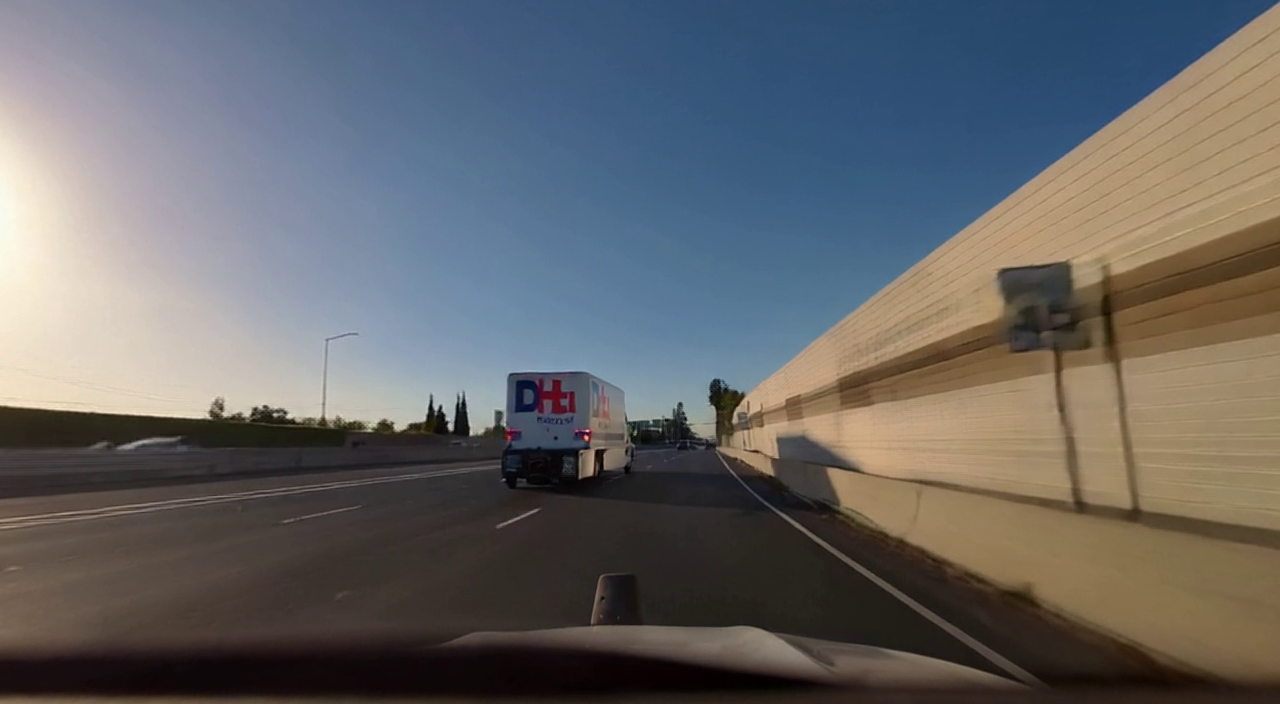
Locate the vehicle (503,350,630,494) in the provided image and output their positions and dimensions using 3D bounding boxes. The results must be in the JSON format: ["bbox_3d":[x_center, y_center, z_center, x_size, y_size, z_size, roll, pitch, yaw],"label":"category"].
[{"bbox_3d":[-2.222,2.577,22.772,2.796,4.184,8.554,0,-8,5],"label":"vehicle"}]
